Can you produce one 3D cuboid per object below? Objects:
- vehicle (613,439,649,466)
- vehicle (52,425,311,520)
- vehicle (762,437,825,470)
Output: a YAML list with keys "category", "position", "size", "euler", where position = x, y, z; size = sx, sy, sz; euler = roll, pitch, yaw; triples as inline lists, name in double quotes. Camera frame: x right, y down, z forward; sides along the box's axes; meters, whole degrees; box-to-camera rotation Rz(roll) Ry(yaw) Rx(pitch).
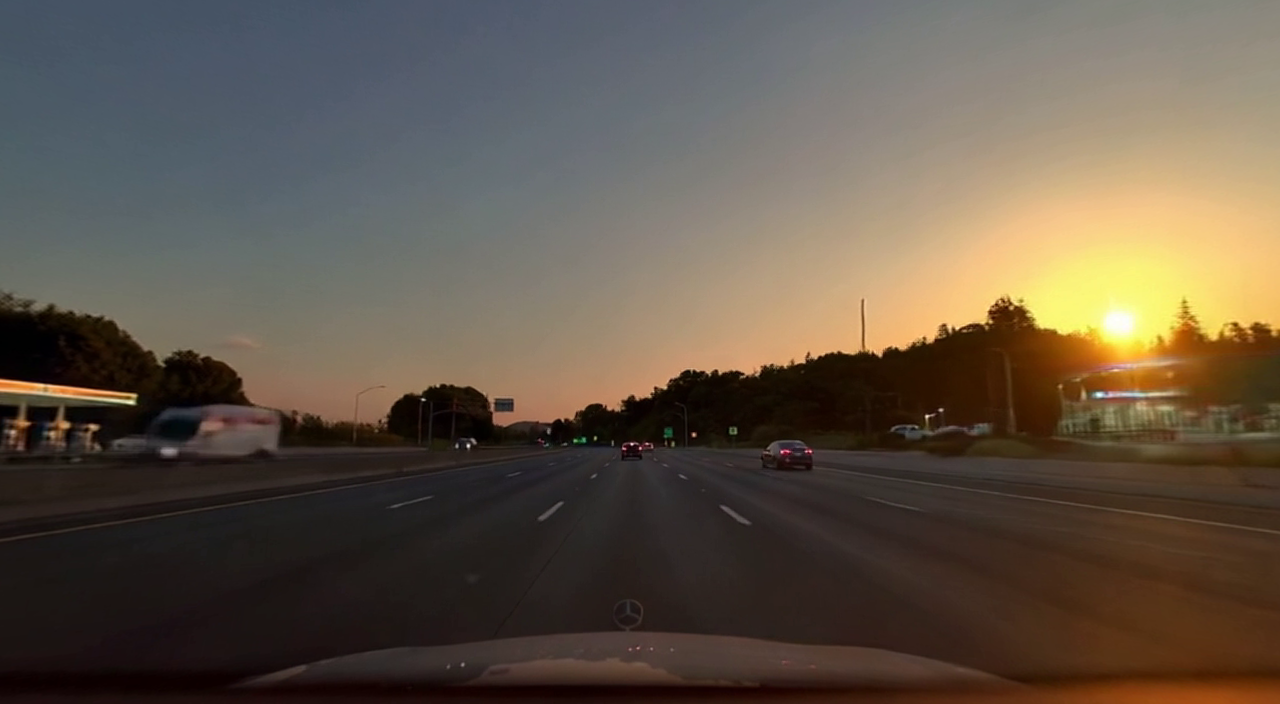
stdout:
- category: "vehicle"
  position: [-0.531, 5.817, 36.615]
  size: [1.999, 1.473, 4.351]
  euler: [0, -8, -1]
- category: "vehicle"
  position: [-9.778, 2.577, 14.191]
  size: [2.005, 1.725, 5.137]
  euler: [0, -8, -1]
- category: "vehicle"
  position: [7.333, 4.907, 30.584]
  size: [1.867, 1.463, 4.295]
  euler: [0, -8, -1]
